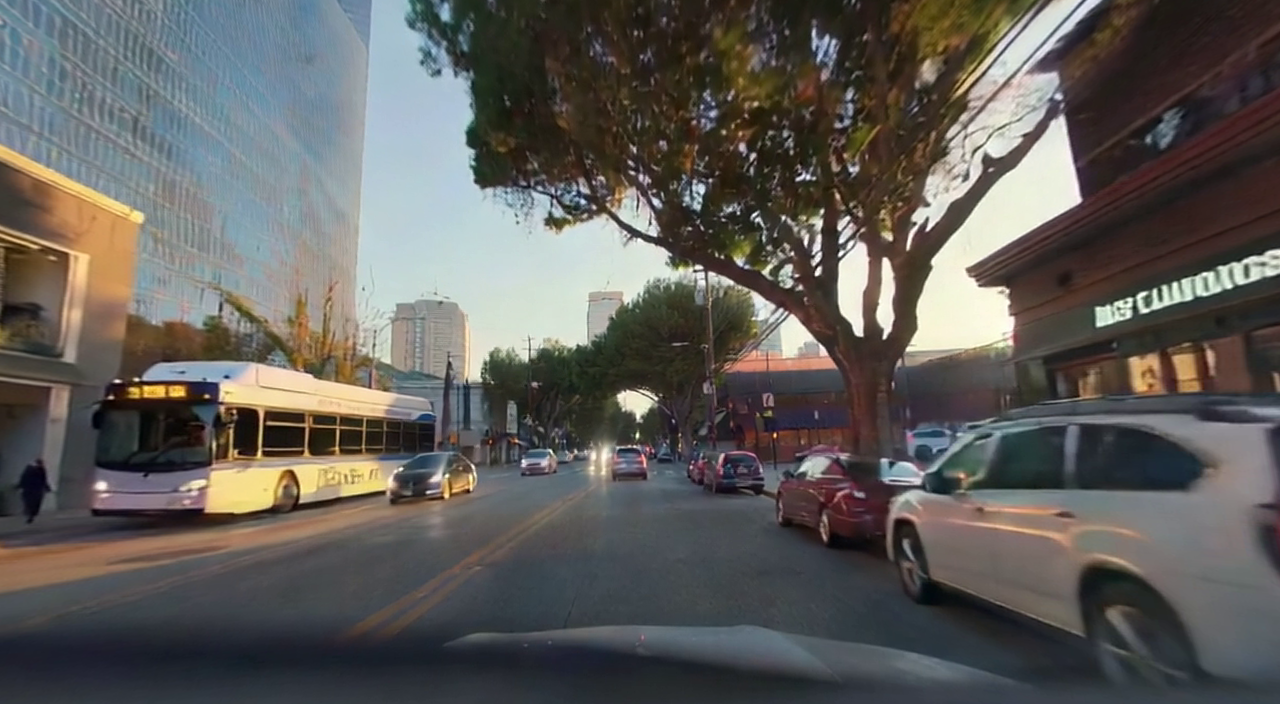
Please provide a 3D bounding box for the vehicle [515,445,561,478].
[{"bbox_3d":[-5.840,6.291,36.654,2.050,1.763,4.119,0,-9,0],"label":"vehicle"}]

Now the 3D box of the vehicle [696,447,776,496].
[{"bbox_3d":[3.152,4.036,21.748,2.018,1.474,4.524,0,-9,0],"label":"vehicle"}]

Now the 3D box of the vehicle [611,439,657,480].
[{"bbox_3d":[-0.276,5.306,31.404,2.127,1.893,4.194,-1,-9,1],"label":"vehicle"}]

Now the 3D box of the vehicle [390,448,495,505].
[{"bbox_3d":[-6.084,3.845,19.994,1.954,1.581,4.197,-1,-9,0],"label":"vehicle"}]

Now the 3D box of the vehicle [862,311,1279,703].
[{"bbox_3d":[3.128,0.999,3.748,1.998,1.746,4.443,-1,-9,0],"label":"vehicle"}]

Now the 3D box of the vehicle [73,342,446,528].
[{"bbox_3d":[-9.548,2.668,19.153,3.022,3.627,13.129,-2,-9,1],"label":"vehicle"}]
